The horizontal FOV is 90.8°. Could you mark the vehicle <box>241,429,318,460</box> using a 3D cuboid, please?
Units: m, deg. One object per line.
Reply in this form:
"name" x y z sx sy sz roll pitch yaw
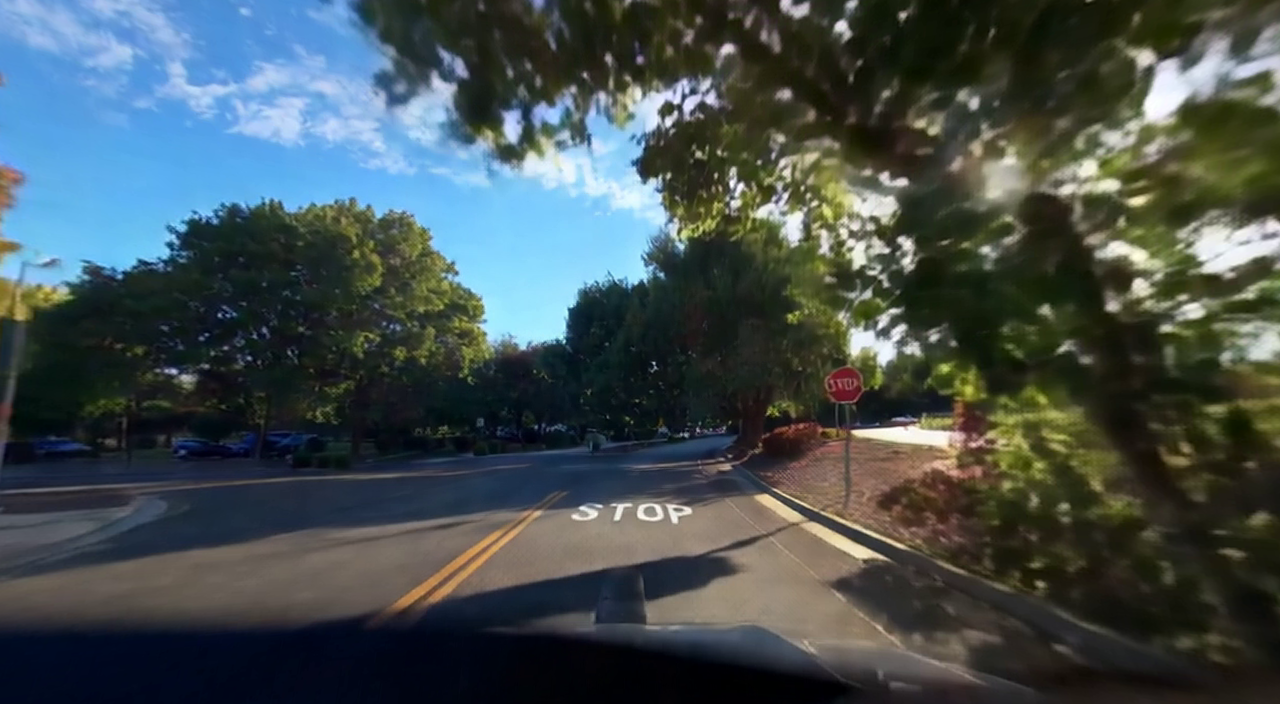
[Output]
"vehicle" -27.292 7.020 47.886 4.733 1.892 1.939 -4 -4 3
